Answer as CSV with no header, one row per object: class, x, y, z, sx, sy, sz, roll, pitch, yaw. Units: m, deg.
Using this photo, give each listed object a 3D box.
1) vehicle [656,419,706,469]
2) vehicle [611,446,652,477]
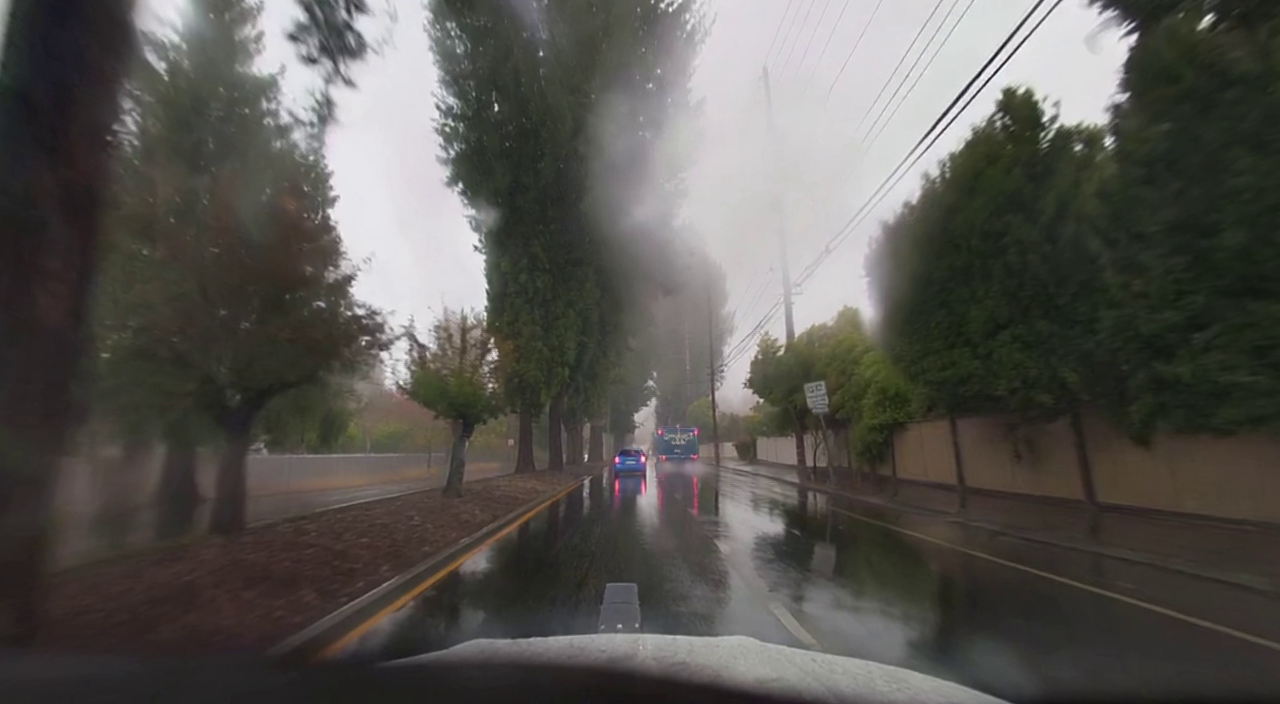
vehicle,2.912,7.097,48.595,2.789,3.285,12.428,0,-8,-1
vehicle,-0.437,5.660,33.001,2.018,1.511,3.993,0,-8,0
